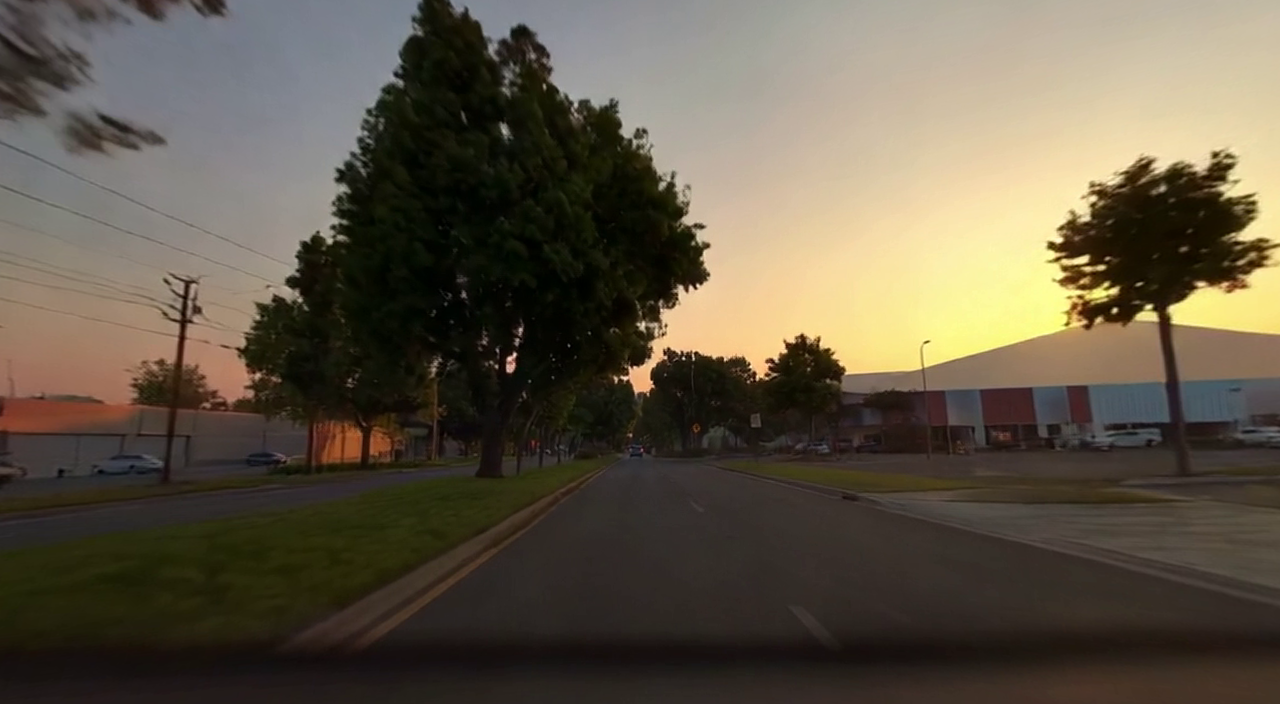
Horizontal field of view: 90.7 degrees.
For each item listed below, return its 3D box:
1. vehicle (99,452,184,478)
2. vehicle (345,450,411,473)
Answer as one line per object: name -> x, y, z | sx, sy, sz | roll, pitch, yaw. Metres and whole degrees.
vehicle -> -32.713, 7.401, 41.595 | 3.976, 1.504, 1.896 | -2, -7, 1
vehicle -> -20.181, 8.444, 48.779 | 4.303, 1.409, 1.862 | -3, -6, 2
